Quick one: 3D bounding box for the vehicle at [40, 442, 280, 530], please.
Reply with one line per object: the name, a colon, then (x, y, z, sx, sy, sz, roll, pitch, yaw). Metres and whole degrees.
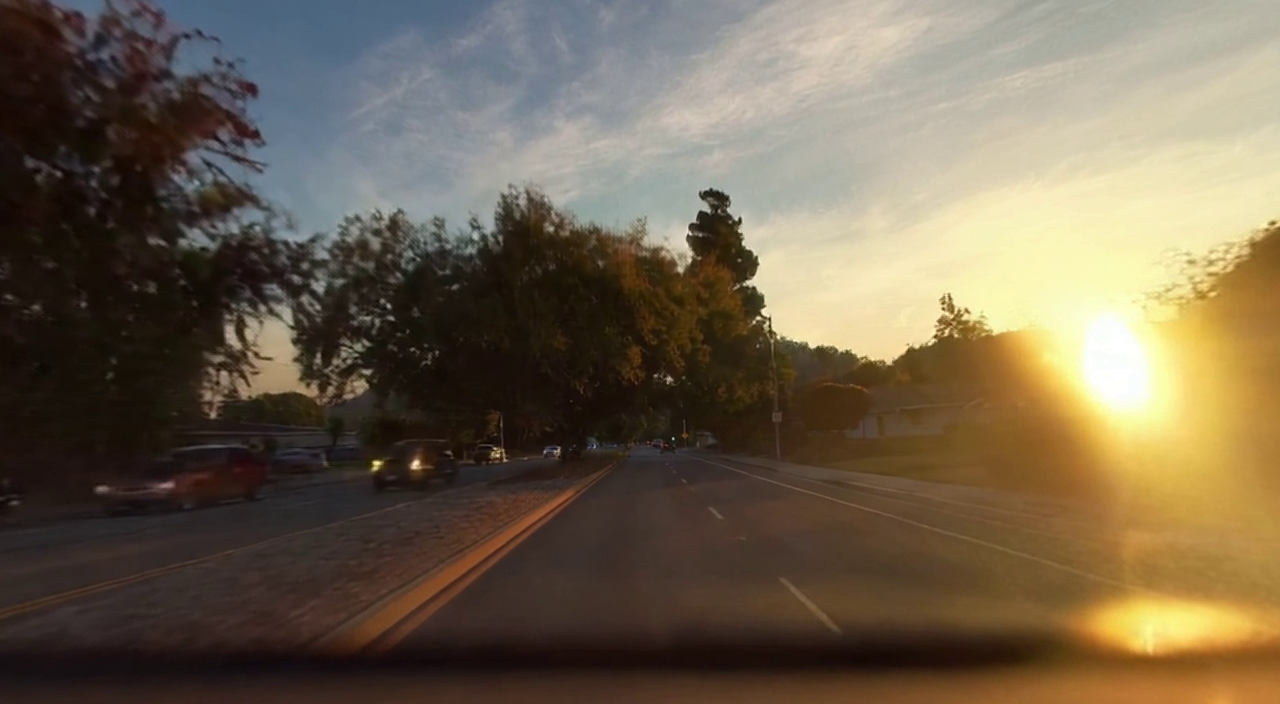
vehicle: (-10.486, 2.900, 14.323, 2.006, 1.672, 4.314, 0, -9, 0)

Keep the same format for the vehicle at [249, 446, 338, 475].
vehicle: (-22.388, 7.021, 40.838, 4.530, 1.769, 2.003, 0, -9, 1)

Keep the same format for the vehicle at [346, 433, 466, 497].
vehicle: (-7.024, 3.423, 19.488, 2.000, 1.738, 4.251, 0, -9, 1)
